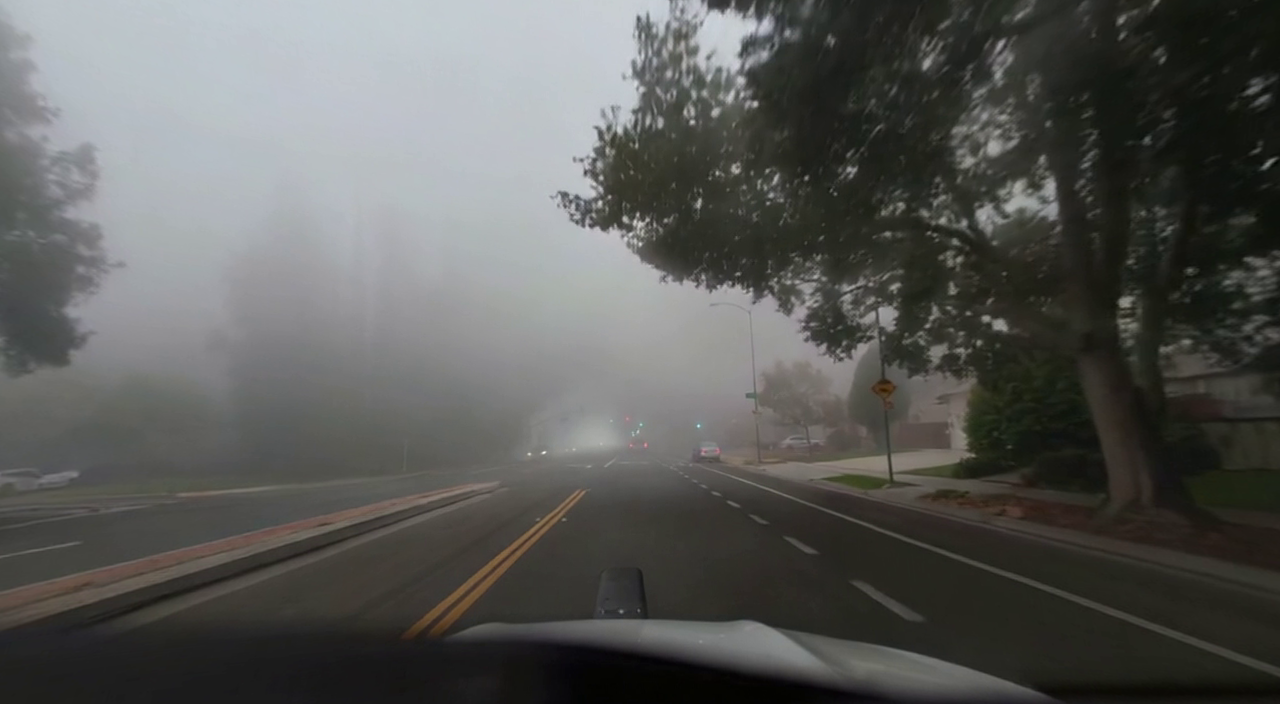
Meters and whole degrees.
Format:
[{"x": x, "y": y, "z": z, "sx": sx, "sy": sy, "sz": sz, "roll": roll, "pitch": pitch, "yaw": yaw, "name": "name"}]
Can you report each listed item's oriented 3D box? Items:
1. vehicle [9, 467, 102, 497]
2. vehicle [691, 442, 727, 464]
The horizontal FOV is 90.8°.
[{"x": -33.123, "y": 7.376, "z": 35.951, "sx": 1.713, "sy": 1.466, "sz": 3.614, "roll": -1, "pitch": -9, "yaw": 2, "name": "vehicle"}, {"x": 4.864, "y": 7.215, "z": 45.156, "sx": 1.917, "sy": 1.440, "sz": 4.335, "roll": 0, "pitch": -9, "yaw": -2, "name": "vehicle"}]
